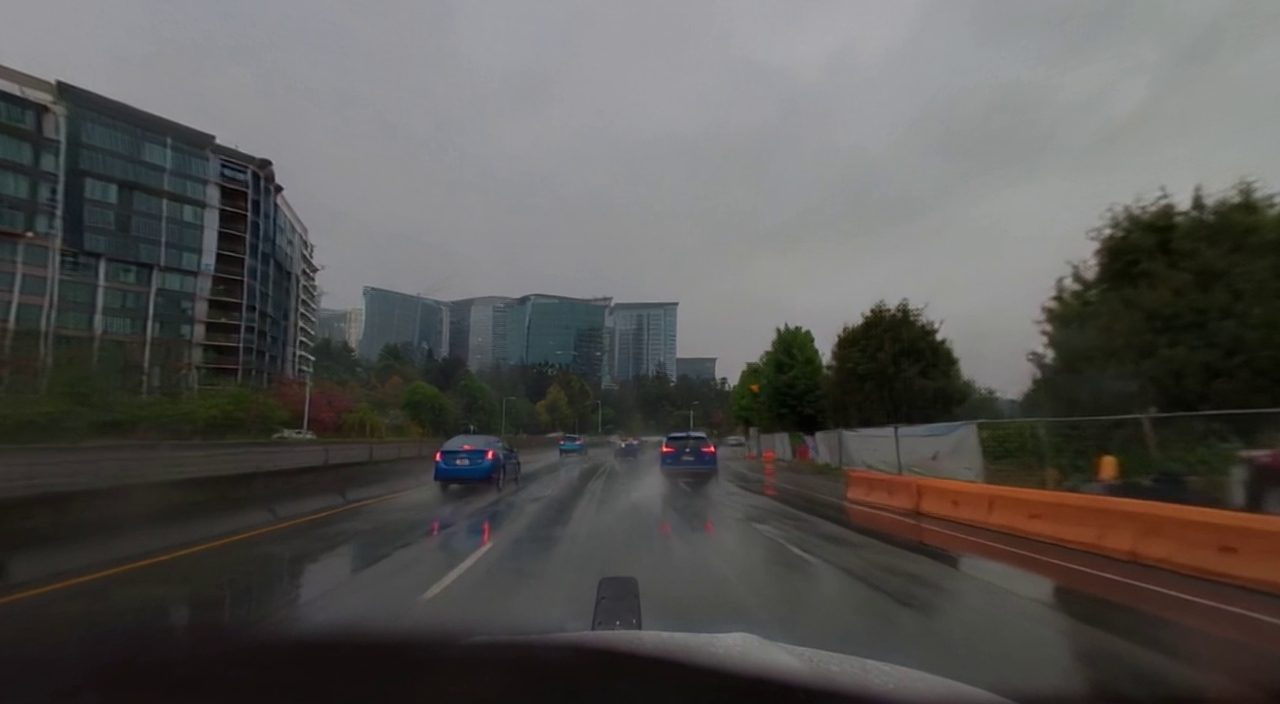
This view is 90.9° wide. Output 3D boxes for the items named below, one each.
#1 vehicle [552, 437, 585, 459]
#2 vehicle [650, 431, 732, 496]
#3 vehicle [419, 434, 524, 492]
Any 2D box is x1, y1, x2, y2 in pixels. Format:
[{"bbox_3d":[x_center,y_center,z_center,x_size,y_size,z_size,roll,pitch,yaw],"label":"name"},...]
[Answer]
[{"bbox_3d":[-5.092,6.872,45.196,1.888,1.486,4.310,0,-8,0],"label":"vehicle"},{"bbox_3d":[1.344,2.860,16.631,1.913,1.499,3.581,-1,-8,5],"label":"vehicle"},{"bbox_3d":[-4.537,3.018,17.594,1.848,1.406,4.013,0,-8,0],"label":"vehicle"}]
